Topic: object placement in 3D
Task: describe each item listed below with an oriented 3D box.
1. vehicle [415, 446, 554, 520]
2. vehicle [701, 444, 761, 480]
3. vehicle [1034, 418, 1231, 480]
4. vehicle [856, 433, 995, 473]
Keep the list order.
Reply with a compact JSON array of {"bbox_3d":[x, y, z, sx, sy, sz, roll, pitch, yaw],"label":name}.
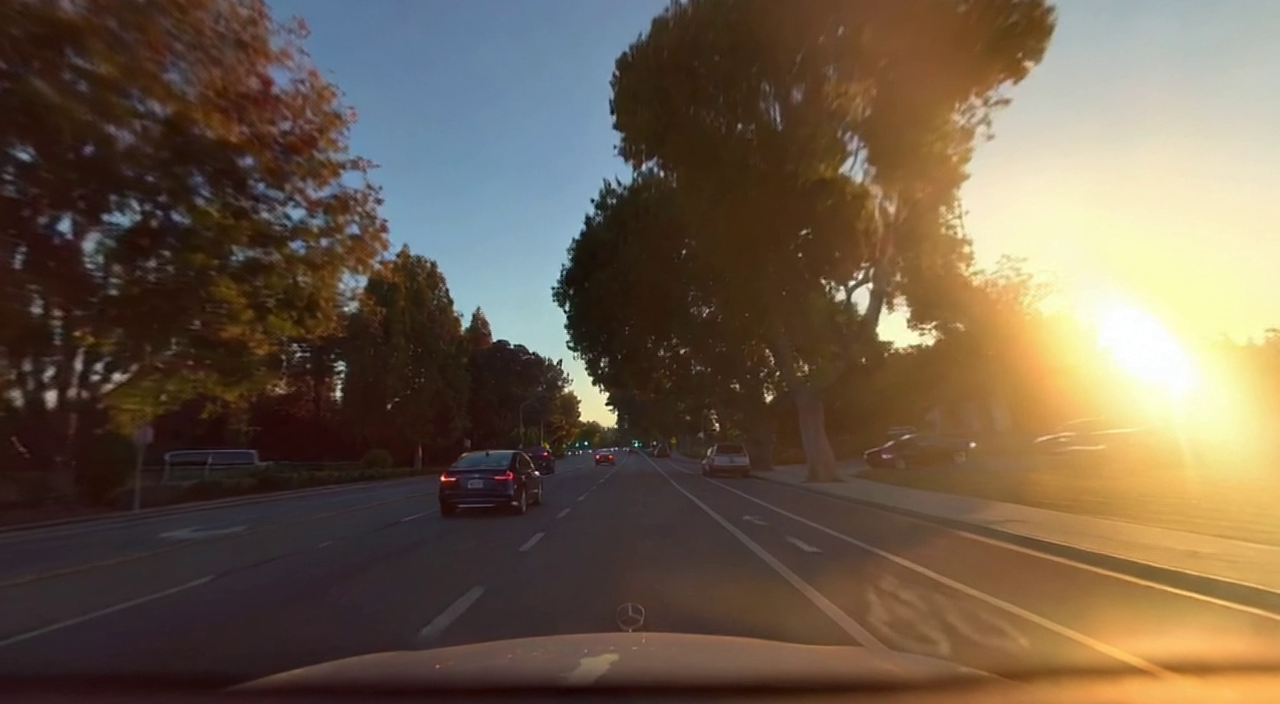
[{"bbox_3d":[-3.427,2.961,14.866,2.099,1.470,4.302,0,-9,1],"label":"vehicle"},{"bbox_3d":[4.335,5.321,30.855,2.107,1.620,4.793,0,-9,-2],"label":"vehicle"},{"bbox_3d":[14.216,2.813,18.389,3.965,1.543,2.021,-2,-9,0],"label":"vehicle"},{"bbox_3d":[11.718,4.173,26.139,4.766,1.585,2.020,0,-9,-3],"label":"vehicle"}]
